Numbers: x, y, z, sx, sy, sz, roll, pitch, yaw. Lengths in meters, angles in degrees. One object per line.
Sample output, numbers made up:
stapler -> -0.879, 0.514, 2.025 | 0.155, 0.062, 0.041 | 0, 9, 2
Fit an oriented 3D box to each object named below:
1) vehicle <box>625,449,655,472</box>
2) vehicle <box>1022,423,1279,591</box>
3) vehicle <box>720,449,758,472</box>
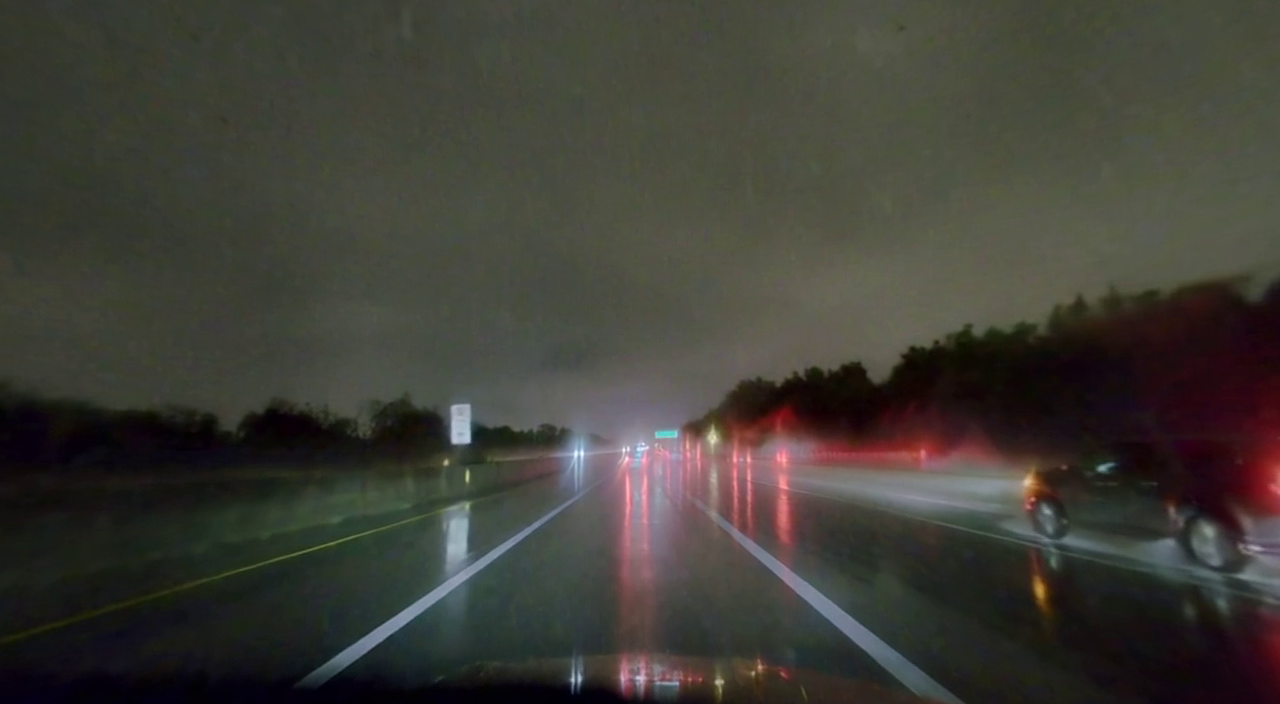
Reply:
vehicle -> -0.014, 7.783, 45.091 | 2.025, 1.526, 4.181 | 0, -9, 0
vehicle -> 6.895, 1.649, 7.236 | 2.008, 1.533, 4.592 | 0, -9, -1
vehicle -> 6.786, 7.435, 43.276 | 1.941, 1.485, 3.701 | 0, -9, -1
